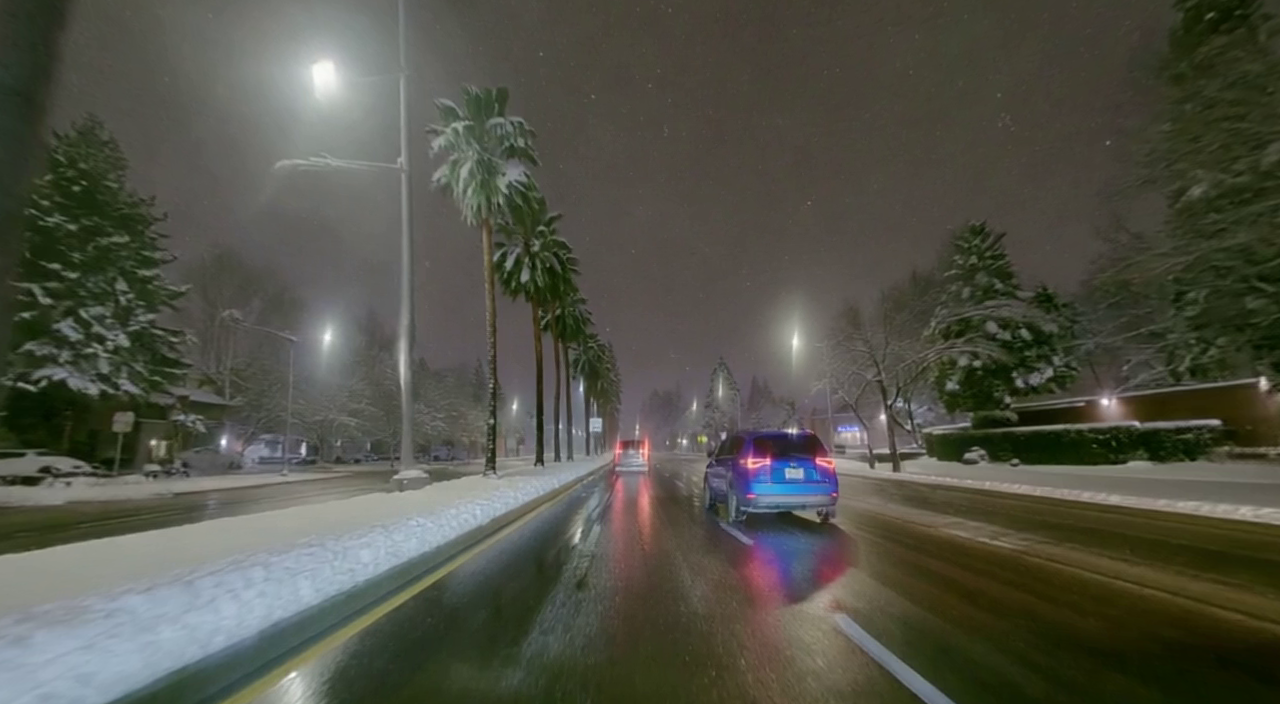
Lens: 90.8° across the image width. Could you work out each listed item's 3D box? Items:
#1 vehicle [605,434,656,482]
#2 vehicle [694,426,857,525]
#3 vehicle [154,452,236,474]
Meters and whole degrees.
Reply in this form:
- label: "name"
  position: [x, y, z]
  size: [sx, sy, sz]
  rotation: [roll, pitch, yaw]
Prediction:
- label: "vehicle"
  position: [-0.395, 4.415, 26.615]
  size: [1.981, 1.854, 3.983]
  rotation: [0, -8, -1]
- label: "vehicle"
  position: [2.551, 2.472, 13.196]
  size: [2.239, 1.693, 4.301]
  rotation: [0, -8, -3]
- label: "vehicle"
  position: [-31.816, 7.930, 45.262]
  size: [4.404, 1.487, 1.868]
  rotation: [0, -8, -3]
